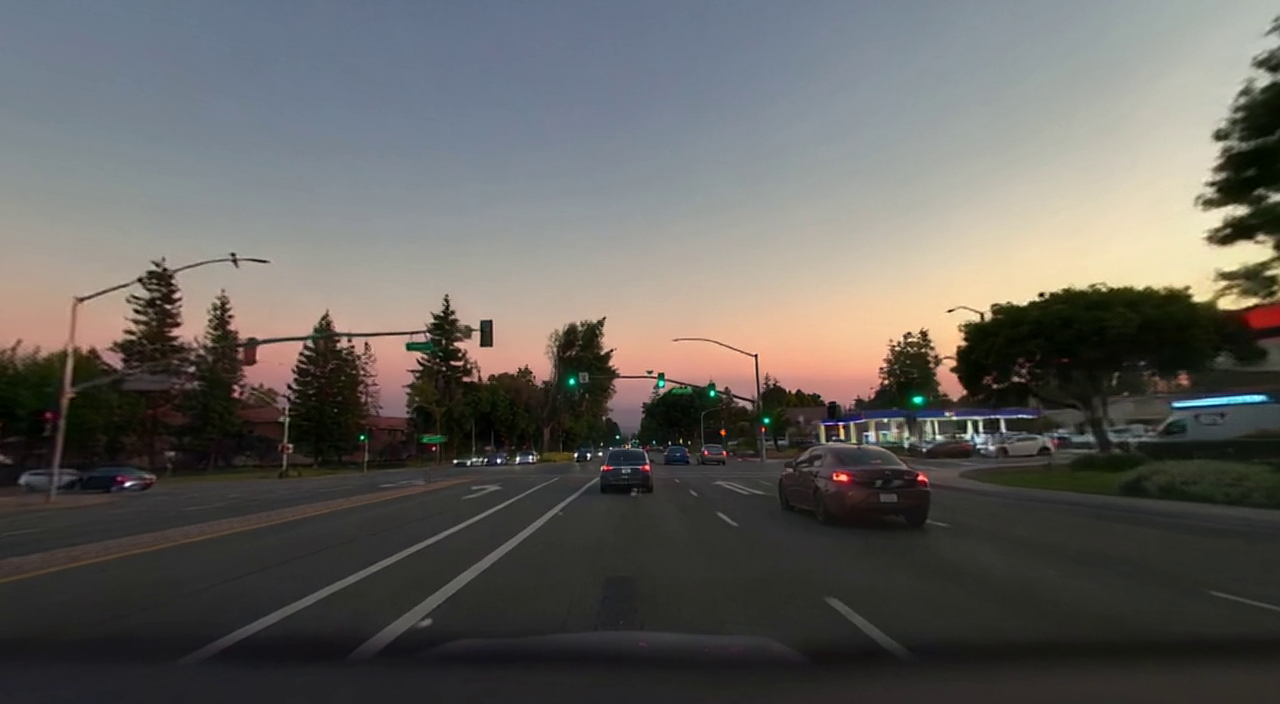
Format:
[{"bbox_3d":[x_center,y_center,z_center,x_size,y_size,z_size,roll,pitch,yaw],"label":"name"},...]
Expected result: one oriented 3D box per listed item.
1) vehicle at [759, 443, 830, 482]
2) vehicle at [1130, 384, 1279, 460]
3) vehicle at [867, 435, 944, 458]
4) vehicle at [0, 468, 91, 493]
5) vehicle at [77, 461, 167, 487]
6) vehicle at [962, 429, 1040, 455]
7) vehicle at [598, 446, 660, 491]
[{"bbox_3d":[6.422,4.636,26.756,1.890,1.489,4.396,0,-9,0],"label":"vehicle"},{"bbox_3d":[29.018,3.620,31.219,2.940,3.265,7.968,0,-9,-1],"label":"vehicle"},{"bbox_3d":[20.011,7.145,47.734,4.796,1.488,1.966,-2,-9,-1],"label":"vehicle"},{"bbox_3d":[-37.712,8.124,40.006,4.308,1.430,1.824,-1,-9,6],"label":"vehicle"},{"bbox_3d":[-34.663,8.159,42.369,4.287,1.612,1.993,0,-9,2],"label":"vehicle"},{"bbox_3d":[27.345,6.833,47.881,4.724,1.793,1.777,-1,-9,0],"label":"vehicle"},{"bbox_3d":[-0.373,4.119,22.670,2.040,1.451,3.736,0,-9,0],"label":"vehicle"}]
